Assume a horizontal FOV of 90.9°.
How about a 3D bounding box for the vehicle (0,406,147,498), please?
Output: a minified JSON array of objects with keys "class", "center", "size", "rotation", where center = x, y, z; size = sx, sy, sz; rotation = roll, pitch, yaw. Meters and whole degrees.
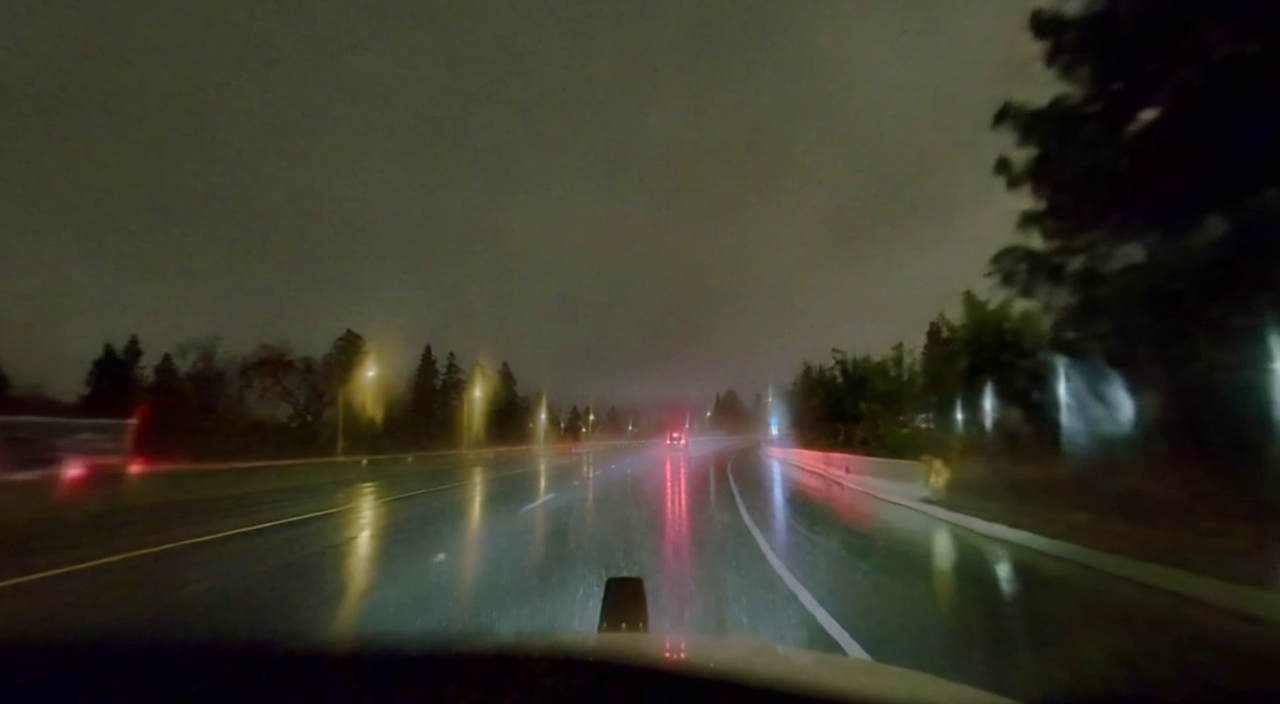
[{"class":"vehicle","center":[-29.001,4.187,26.244],"size":[2.870,3.934,15.899],"rotation":[-1,-8,6]}]
